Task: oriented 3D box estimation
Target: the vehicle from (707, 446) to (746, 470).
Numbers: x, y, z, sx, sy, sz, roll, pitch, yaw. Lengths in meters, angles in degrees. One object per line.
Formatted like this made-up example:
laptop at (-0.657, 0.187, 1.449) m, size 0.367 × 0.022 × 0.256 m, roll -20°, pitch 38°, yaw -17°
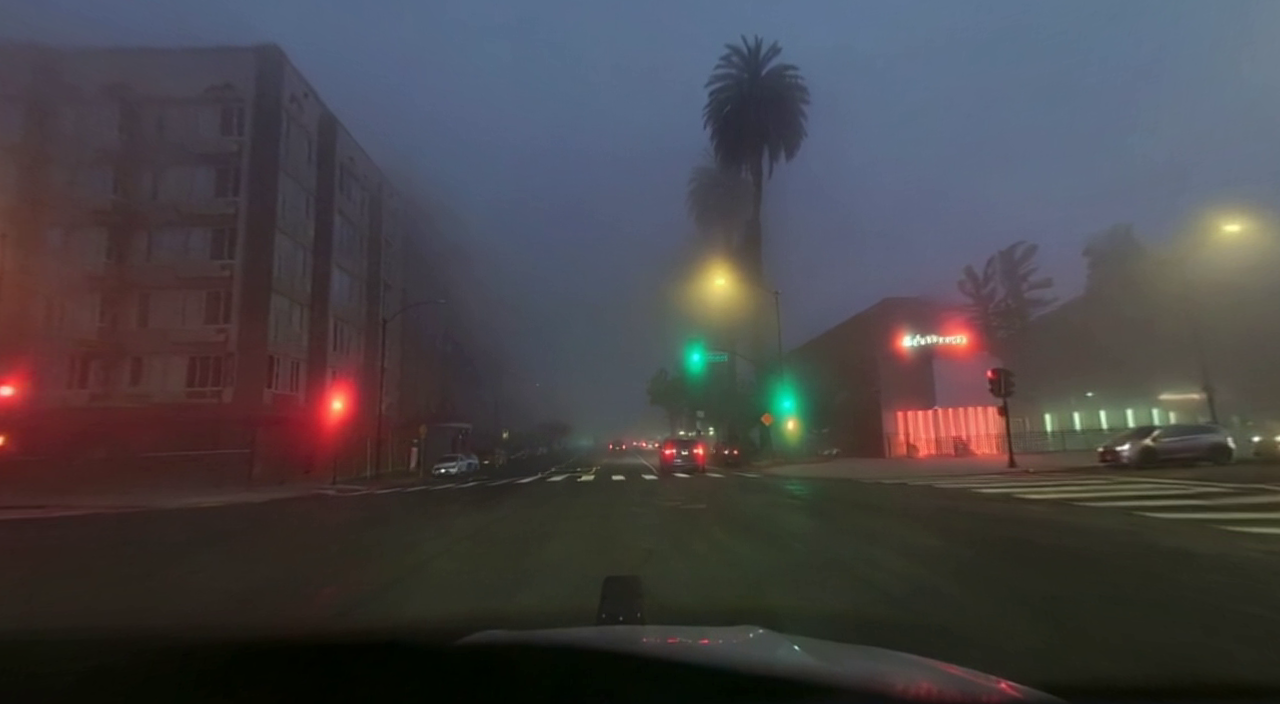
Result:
vehicle at (5.699, 6.995, 41.946) m, size 1.860 × 1.479 × 4.676 m, roll 0°, pitch -9°, yaw -1°

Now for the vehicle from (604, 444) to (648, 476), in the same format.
vehicle at (-0.747, 5.459, 32.190) m, size 2.088 × 1.452 × 3.993 m, roll 0°, pitch -9°, yaw -2°

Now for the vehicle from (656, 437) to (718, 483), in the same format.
vehicle at (1.824, 4.395, 25.970) m, size 2.003 × 1.702 × 4.288 m, roll 0°, pitch -9°, yaw -3°

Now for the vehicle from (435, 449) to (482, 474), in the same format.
vehicle at (-13.547, 8.195, 47.418) m, size 2.084 × 1.747 × 4.481 m, roll -1°, pitch -9°, yaw 1°

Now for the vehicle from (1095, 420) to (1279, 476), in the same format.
vehicle at (17.698, 3.112, 20.508) m, size 4.277 × 1.665 × 2.006 m, roll 0°, pitch -9°, yaw -1°
